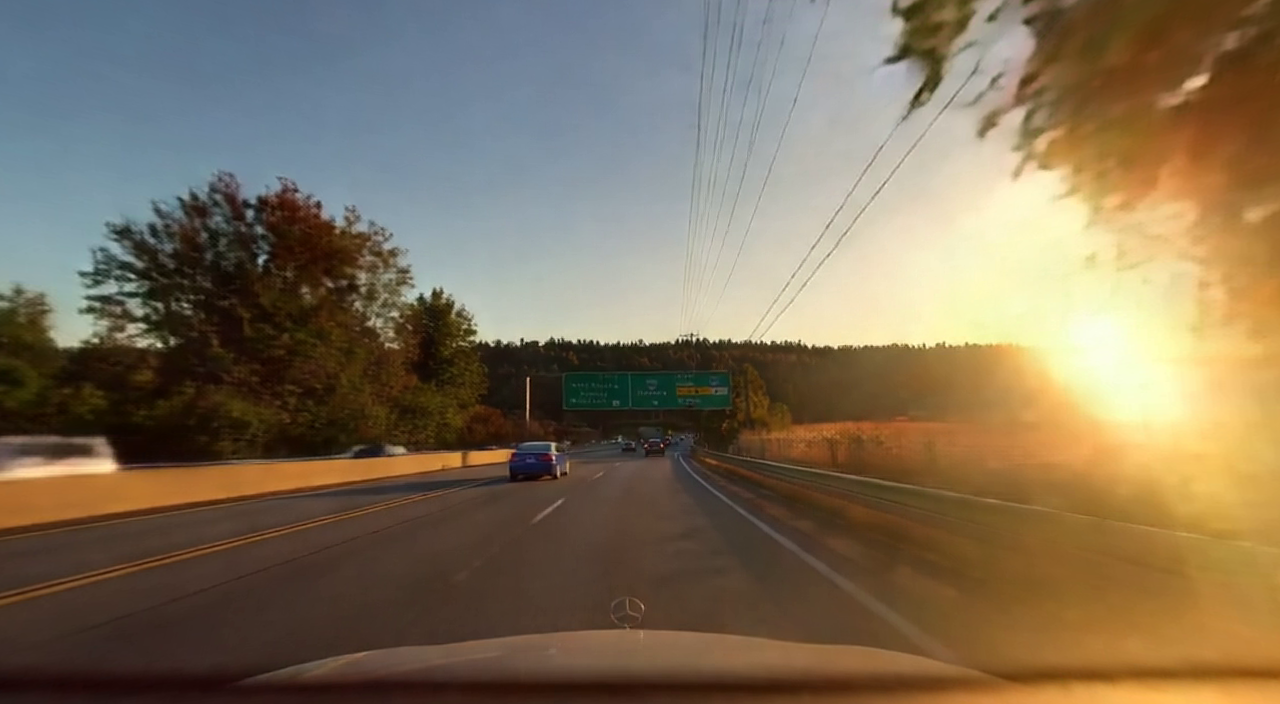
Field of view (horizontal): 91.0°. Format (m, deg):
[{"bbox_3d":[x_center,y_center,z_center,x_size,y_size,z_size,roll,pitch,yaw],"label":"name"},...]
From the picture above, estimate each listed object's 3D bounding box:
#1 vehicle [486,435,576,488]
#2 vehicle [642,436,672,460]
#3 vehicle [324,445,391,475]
[{"bbox_3d":[-3.412,3.514,20.656,2.021,1.515,4.453,0,-8,2],"label":"vehicle"},{"bbox_3d":[1.331,7.367,48.592,2.176,1.725,4.182,0,-8,2],"label":"vehicle"},{"bbox_3d":[-15.474,5.910,34.709,1.698,1.451,4.135,0,-8,1],"label":"vehicle"}]
